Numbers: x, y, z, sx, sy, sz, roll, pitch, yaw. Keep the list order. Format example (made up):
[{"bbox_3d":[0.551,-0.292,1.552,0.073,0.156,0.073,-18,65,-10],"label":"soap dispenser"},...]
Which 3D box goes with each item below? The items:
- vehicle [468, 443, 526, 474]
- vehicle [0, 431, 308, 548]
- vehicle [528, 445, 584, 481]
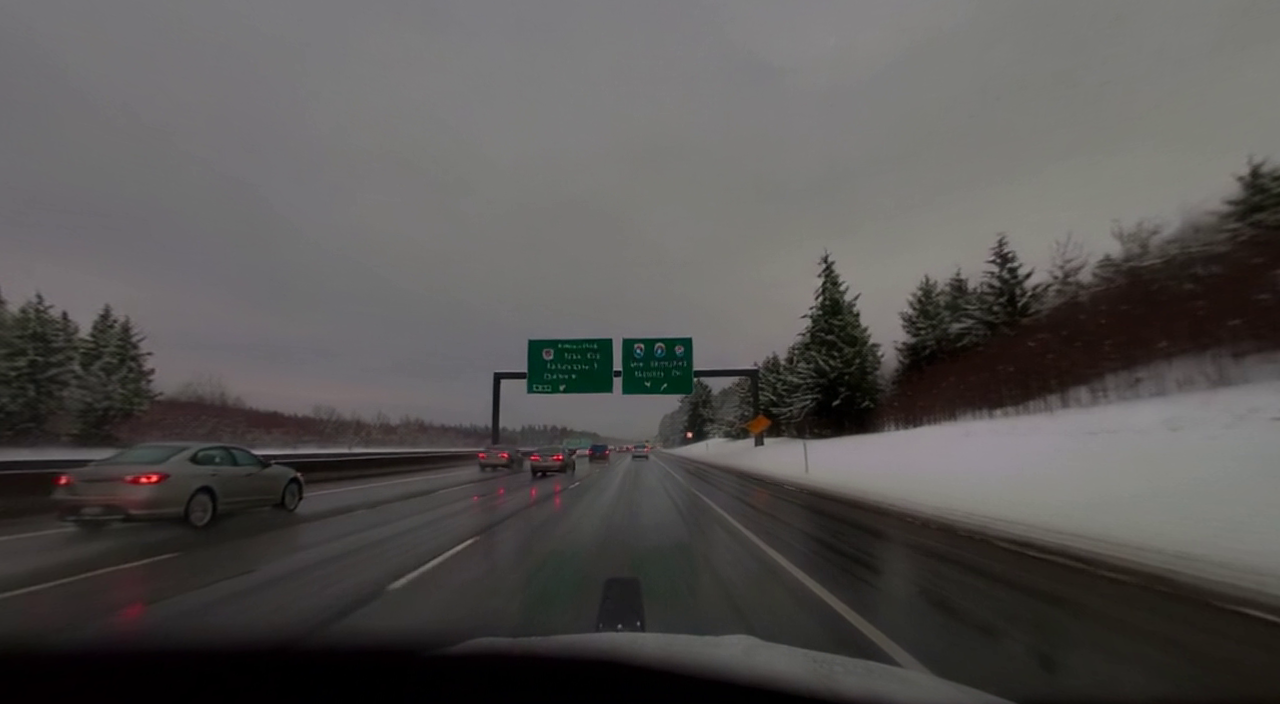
[{"bbox_3d":[-7.496,5.629,33.554,2.091,1.558,4.220,0,-9,0],"label":"vehicle"},{"bbox_3d":[-7.897,2.159,10.613,2.009,1.500,4.741,0,-9,0],"label":"vehicle"},{"bbox_3d":[-3.556,4.790,27.488,1.924,1.436,3.915,0,-9,0],"label":"vehicle"}]
